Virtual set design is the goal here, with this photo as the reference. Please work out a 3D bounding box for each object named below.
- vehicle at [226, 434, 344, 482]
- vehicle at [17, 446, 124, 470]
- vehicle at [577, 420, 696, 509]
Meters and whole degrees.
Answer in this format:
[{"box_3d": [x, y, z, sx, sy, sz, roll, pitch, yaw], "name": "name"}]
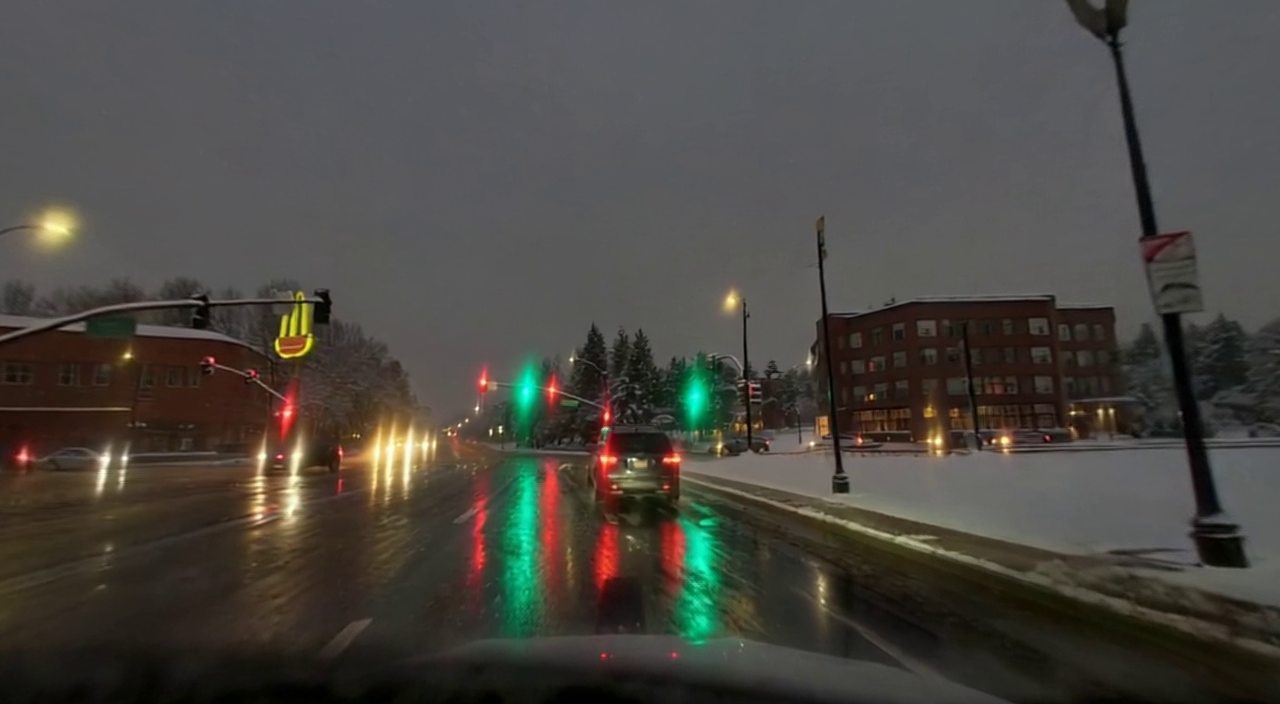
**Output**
[{"box_3d": [-12.128, 3.633, 21.982, 1.924, 1.458, 4.448, 1, -8, -7], "name": "vehicle"}, {"box_3d": [-36.604, 6.818, 40.718, 4.692, 1.476, 1.992, 1, -8, -7], "name": "vehicle"}, {"box_3d": [-0.263, 2.485, 14.406, 2.230, 1.683, 4.204, 1, -8, -7], "name": "vehicle"}]
